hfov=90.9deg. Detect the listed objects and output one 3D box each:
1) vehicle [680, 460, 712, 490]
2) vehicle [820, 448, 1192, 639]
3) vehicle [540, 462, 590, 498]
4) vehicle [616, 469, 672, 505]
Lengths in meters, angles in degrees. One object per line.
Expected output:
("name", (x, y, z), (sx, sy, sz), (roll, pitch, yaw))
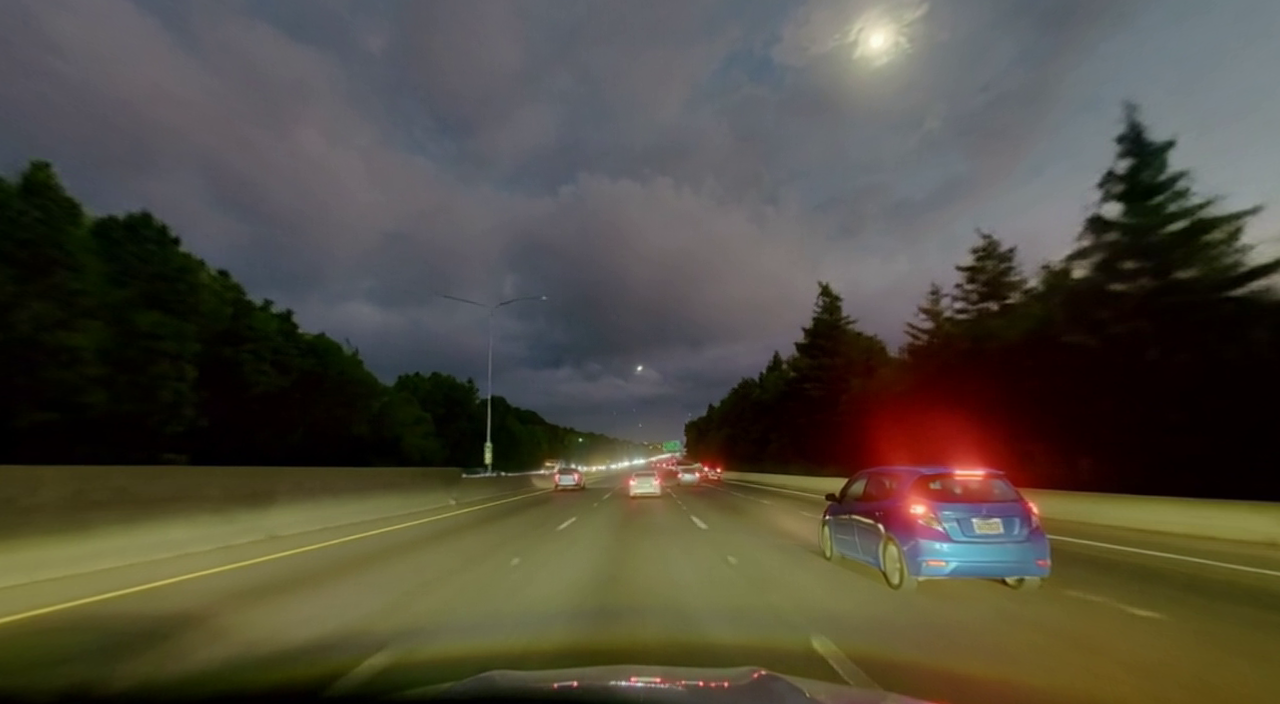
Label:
("vehicle", (4.243, 9.423, 48.526), (2.030, 2.172, 3.621), (1, -10, -2))
("vehicle", (3.641, 1.970, 7.273), (1.938, 1.561, 3.786), (1, -10, -1))
("vehicle", (-3.840, 6.692, 33.056), (2.021, 1.706, 4.247), (1, -10, 1))
("vehicle", (0.188, 5.837, 27.542), (2.241, 1.425, 3.973), (1, -10, 0))
